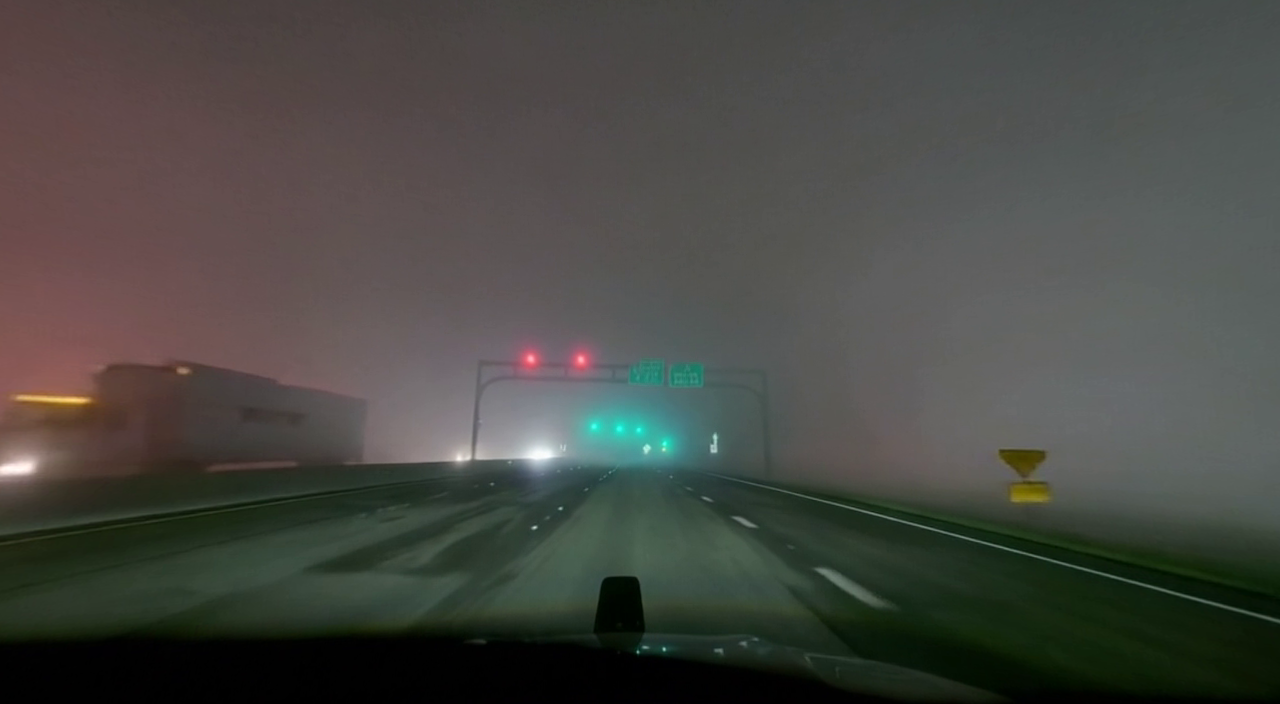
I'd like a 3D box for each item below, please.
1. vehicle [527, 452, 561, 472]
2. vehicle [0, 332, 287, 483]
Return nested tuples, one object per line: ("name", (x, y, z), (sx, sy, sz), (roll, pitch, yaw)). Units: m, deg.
("vehicle", (-7.415, 8.501, 49.119), (2.012, 1.456, 4.309), (0, -9, -1))
("vehicle", (-16.096, 2.129, 20.827), (3.030, 3.757, 10.390), (0, -9, -2))
